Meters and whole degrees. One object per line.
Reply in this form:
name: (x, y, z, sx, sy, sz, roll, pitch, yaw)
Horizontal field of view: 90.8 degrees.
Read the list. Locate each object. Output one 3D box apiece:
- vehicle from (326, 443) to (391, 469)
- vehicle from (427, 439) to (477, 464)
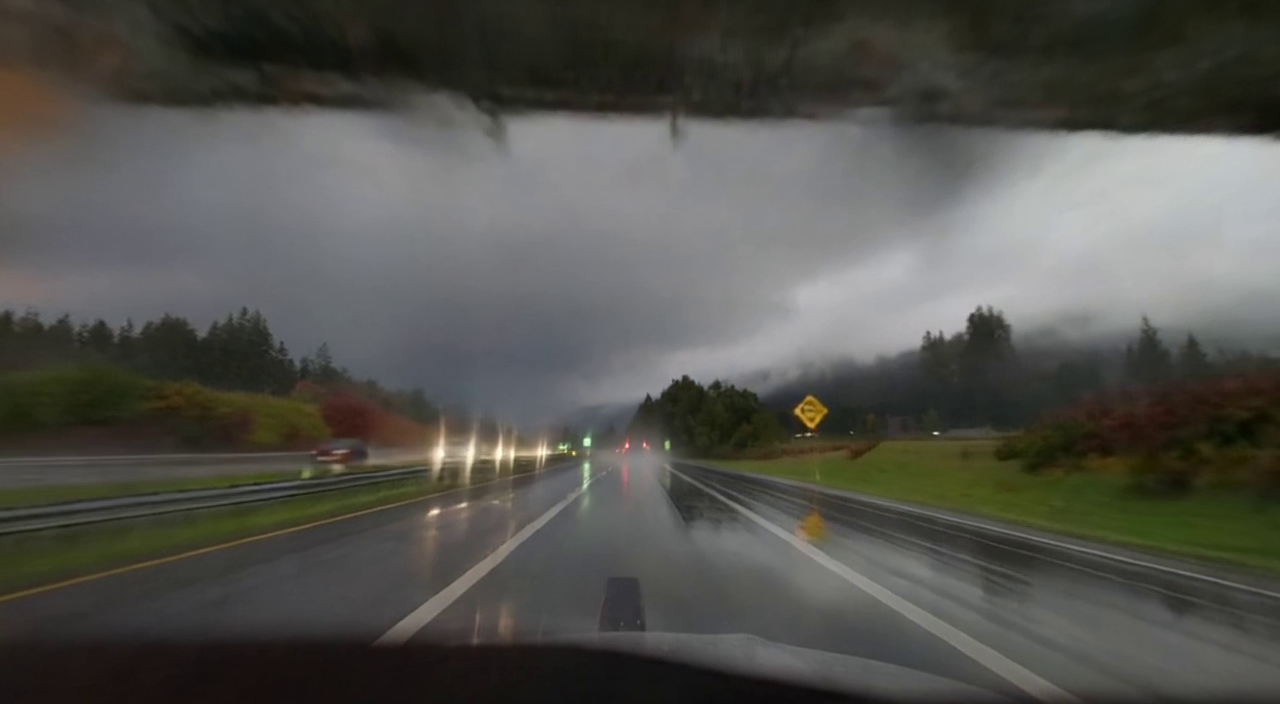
vehicle: (-16.868, 6.262, 38.066, 1.846, 1.467, 4.569, 0, -9, -1)
vehicle: (-13.273, 7.045, 44.763, 2.204, 1.648, 4.529, 0, -9, -1)
